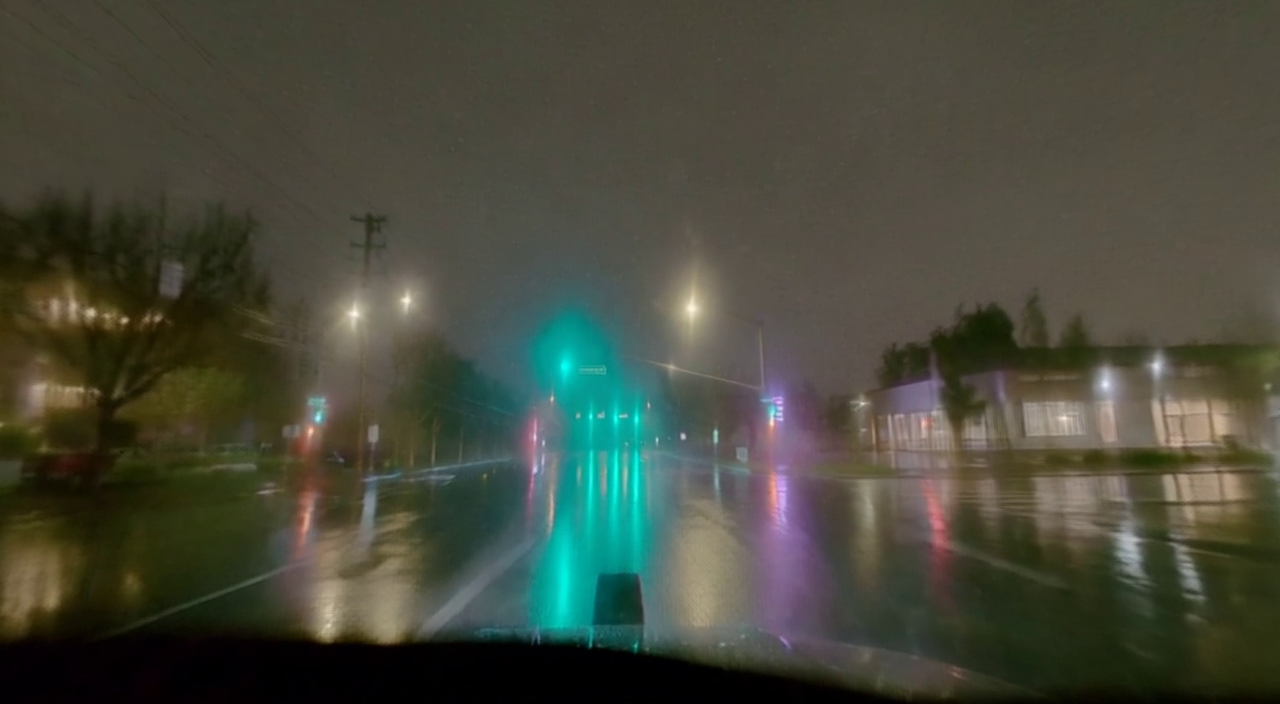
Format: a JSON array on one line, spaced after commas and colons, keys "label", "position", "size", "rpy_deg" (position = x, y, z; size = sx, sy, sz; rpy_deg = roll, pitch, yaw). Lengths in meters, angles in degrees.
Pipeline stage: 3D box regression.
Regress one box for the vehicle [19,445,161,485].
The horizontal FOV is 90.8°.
[{"label": "vehicle", "position": [-25.865, 5.329, 29.877], "size": [4.577, 1.584, 2.000], "rpy_deg": [3, -7, -7]}]
